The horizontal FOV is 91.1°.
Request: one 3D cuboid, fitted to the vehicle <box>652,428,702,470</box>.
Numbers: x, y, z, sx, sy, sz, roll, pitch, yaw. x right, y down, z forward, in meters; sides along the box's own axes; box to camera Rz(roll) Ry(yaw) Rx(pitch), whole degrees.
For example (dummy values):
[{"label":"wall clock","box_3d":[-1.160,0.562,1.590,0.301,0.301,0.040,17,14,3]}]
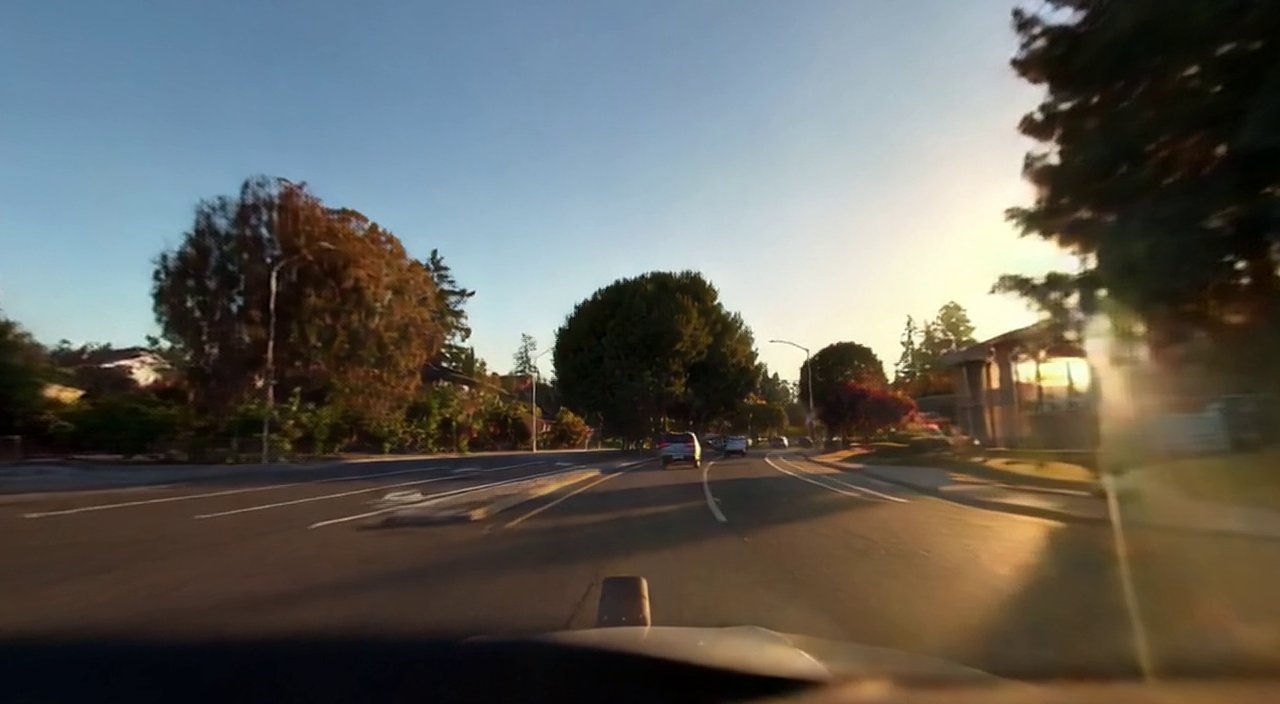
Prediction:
[{"label":"vehicle","box_3d":[1.973,4.931,32.018,2.072,2.002,4.391,-1,-8,10]}]
